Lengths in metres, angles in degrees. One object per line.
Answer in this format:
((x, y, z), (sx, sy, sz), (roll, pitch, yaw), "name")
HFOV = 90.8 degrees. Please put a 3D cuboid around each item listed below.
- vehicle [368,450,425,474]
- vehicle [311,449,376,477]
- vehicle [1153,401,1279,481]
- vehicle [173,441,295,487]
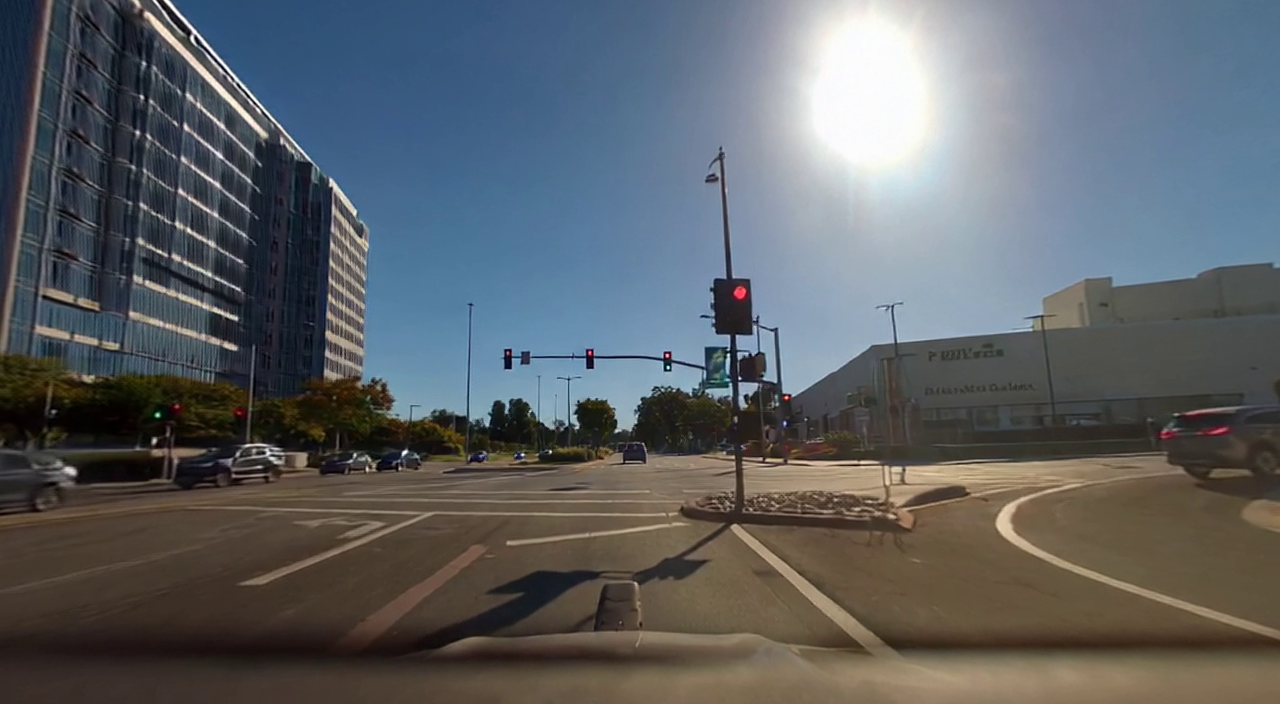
((-16.304, 7.353, 42.570), (1.922, 1.448, 4.702), (-1, -8, 1), "vehicle")
((-19.666, 7.338, 42.190), (2.093, 1.654, 4.601), (-2, -8, 0), "vehicle")
((17.343, 2.319, 17.199), (4.709, 1.920, 2.166), (-4, -8, -1), "vehicle")
((-19.899, 5.473, 31.348), (2.380, 1.963, 5.458), (-2, -8, 1), "vehicle")
